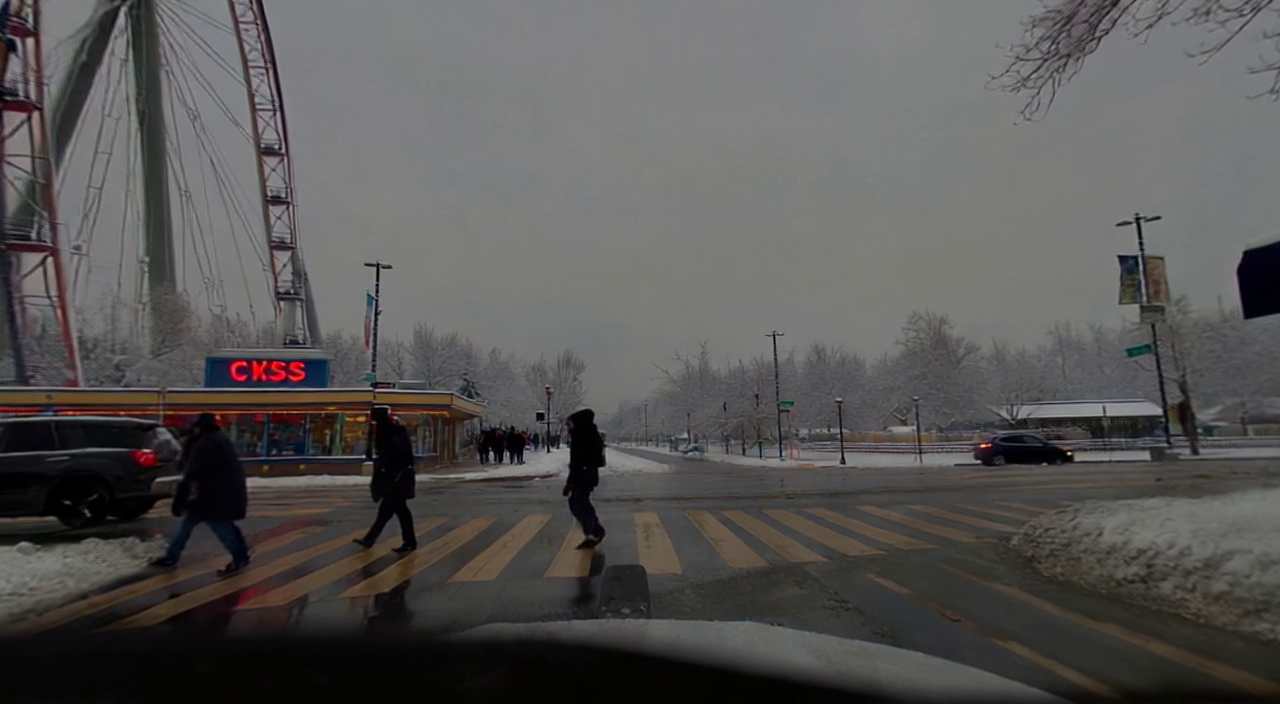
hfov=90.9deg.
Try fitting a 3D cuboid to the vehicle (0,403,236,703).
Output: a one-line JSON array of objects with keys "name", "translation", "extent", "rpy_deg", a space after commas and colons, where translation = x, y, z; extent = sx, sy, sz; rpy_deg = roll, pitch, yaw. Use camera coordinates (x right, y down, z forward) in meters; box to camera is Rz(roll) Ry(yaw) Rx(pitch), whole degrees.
[{"name": "vehicle", "translation": [-3.371, 0.784, 1.181], "extent": [1.940, 1.505, 4.676], "rpy_deg": [-1, -9, 3]}]

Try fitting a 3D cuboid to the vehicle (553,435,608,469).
[{"name": "vehicle", "translation": [-3.881, 6.356, 40.262], "extent": [2.549, 2.000, 5.699], "rpy_deg": [2, -9, -15]}]
